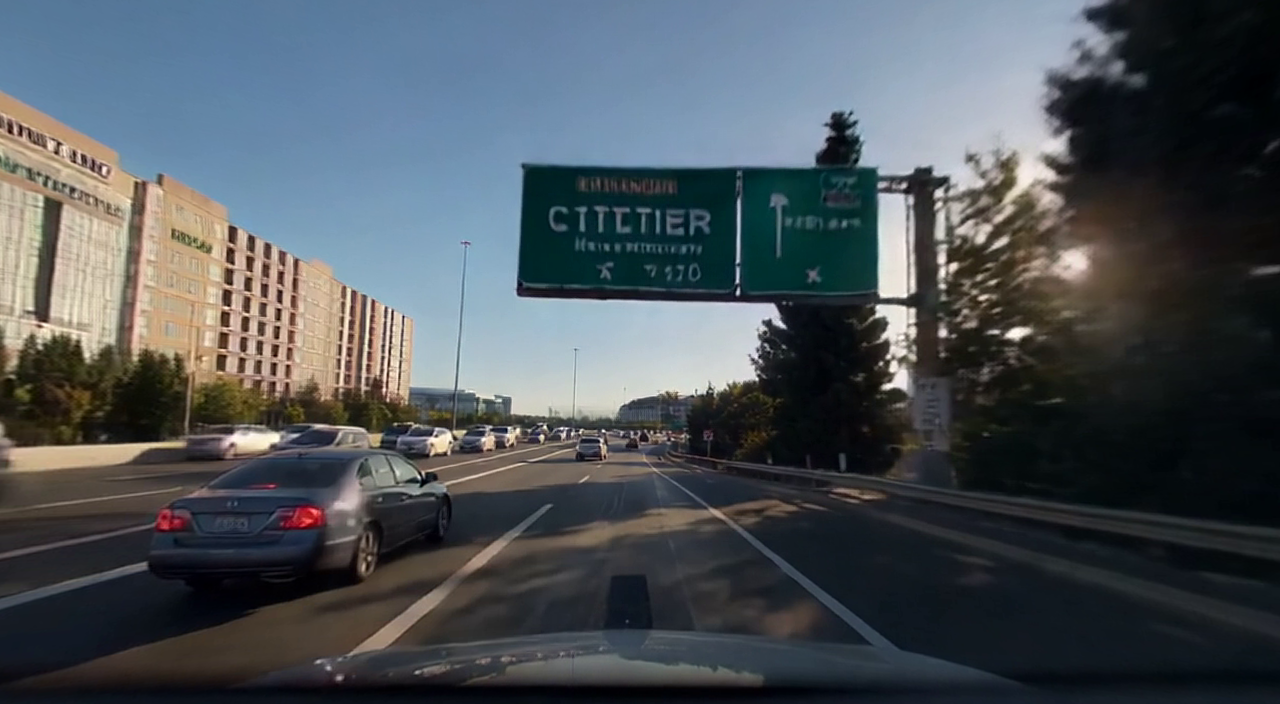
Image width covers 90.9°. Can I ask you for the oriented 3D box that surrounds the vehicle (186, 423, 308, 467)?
[{"bbox_3d":[-14.720,3.537,23.955,1.906,1.506,4.269,0,-8,0],"label":"vehicle"}]

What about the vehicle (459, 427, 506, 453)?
[{"bbox_3d":[-10.644,6.004,42.887,2.016,1.607,4.491,0,-9,1],"label":"vehicle"}]

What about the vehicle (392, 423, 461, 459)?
[{"bbox_3d":[-10.819,4.585,32.317,2.033,1.662,4.394,0,-9,0],"label":"vehicle"}]

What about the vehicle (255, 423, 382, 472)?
[{"bbox_3d":[-10.872,3.292,21.769,1.953,1.520,4.549,0,-9,0],"label":"vehicle"}]
